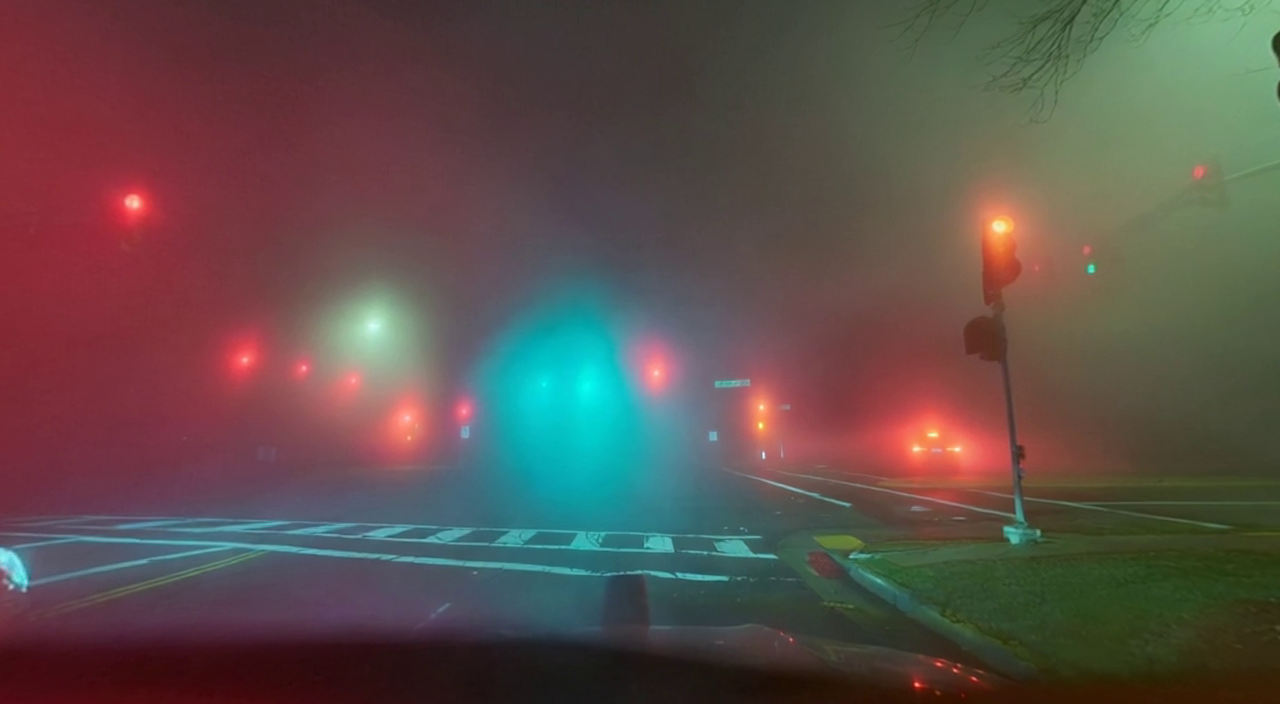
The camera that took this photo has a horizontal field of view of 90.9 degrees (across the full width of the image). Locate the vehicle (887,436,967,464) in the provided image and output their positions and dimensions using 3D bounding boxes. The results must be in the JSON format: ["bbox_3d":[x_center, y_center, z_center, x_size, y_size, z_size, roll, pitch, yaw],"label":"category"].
[{"bbox_3d":[16.118,5.512,35.577,3.952,1.468,1.768,-4,-9,22],"label":"vehicle"}]
